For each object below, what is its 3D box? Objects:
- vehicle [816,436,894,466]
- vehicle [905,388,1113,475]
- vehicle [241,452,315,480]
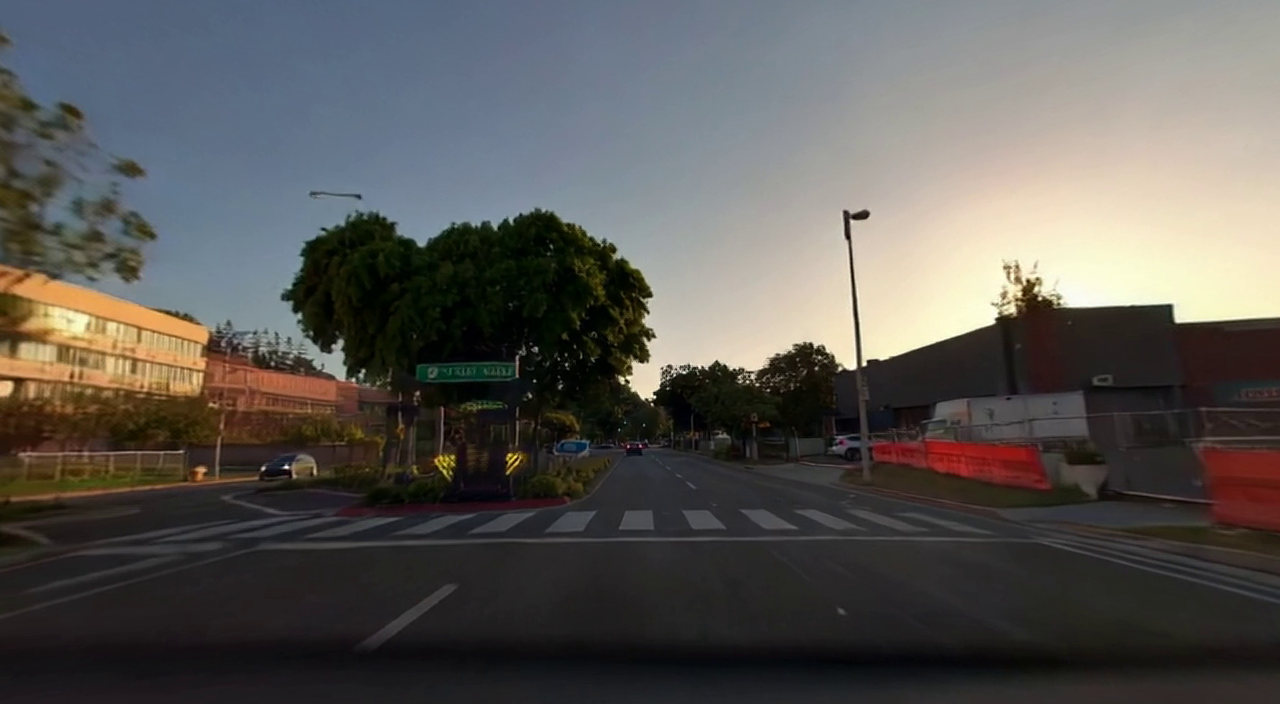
[{"bbox_3d":[12.284,5.651,36.309,1.948,1.466,4.520,-1,-7,-16],"label":"vehicle"},{"bbox_3d":[15.498,3.394,26.930,6.641,3.391,3.387,0,-9,-3],"label":"vehicle"},{"bbox_3d":[-20.909,6.575,36.598,1.794,1.463,4.332,0,-8,-1],"label":"vehicle"}]
